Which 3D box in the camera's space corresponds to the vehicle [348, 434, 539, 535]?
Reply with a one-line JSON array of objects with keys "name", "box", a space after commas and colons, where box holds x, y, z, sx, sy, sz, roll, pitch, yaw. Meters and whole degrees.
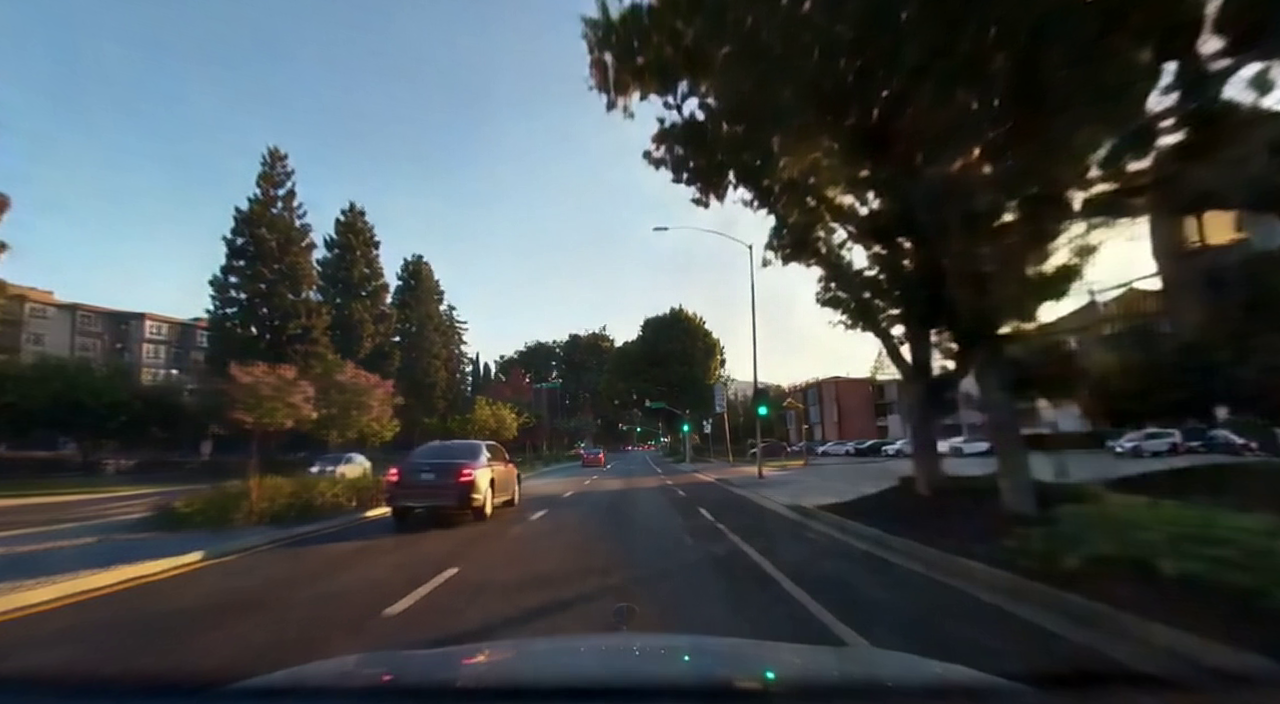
[{"name": "vehicle", "box": [-3.358, 2.373, 12.017, 2.011, 1.498, 4.914, 0, -9, 1]}]

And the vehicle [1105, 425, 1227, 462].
[{"name": "vehicle", "box": [27.187, 4.783, 32.927, 1.837, 1.720, 4.764, 1, -9, -7]}]

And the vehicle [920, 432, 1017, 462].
[{"name": "vehicle", "box": [19.308, 5.621, 37.241, 4.465, 1.587, 2.178, 0, -11, -7]}]
